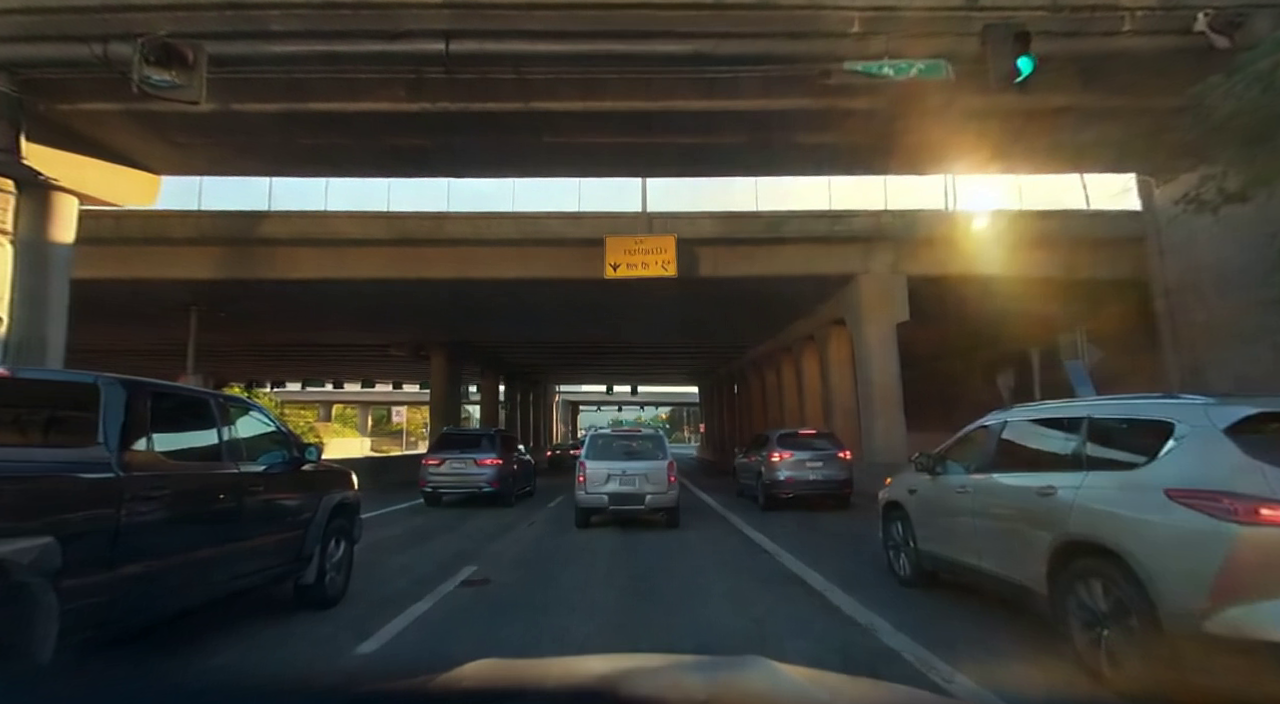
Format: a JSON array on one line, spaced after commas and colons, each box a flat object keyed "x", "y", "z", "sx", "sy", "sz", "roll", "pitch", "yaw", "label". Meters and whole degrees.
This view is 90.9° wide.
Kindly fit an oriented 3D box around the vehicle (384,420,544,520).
[{"x": -3.366, "y": 2.343, "z": 12.999, "sx": 2.127, "sy": 1.720, "sz": 4.064, "roll": 0, "pitch": -8, "yaw": 0, "label": "vehicle"}]

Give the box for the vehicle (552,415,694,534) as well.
[{"x": -0.291, "y": 2.104, "z": 11.335, "sx": 2.097, "sy": 1.748, "sz": 3.794, "roll": 0, "pitch": -8, "yaw": -1, "label": "vehicle"}]

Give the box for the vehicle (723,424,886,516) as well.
[{"x": 3.456, "y": 2.629, "z": 14.621, "sx": 2.234, "sy": 1.720, "sz": 5.378, "roll": 0, "pitch": -8, "yaw": -1, "label": "vehicle"}]

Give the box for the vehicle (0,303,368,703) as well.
[{"x": -3.424, "y": 0.840, "z": 3.077, "sx": 2.074, "sy": 1.814, "sz": 4.596, "roll": 0, "pitch": -8, "yaw": 0, "label": "vehicle"}]

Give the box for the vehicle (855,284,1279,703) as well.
[{"x": 3.691, "y": 1.049, "z": 4.807, "sx": 2.401, "sy": 1.968, "sz": 4.841, "roll": 0, "pitch": -8, "yaw": 0, "label": "vehicle"}]
